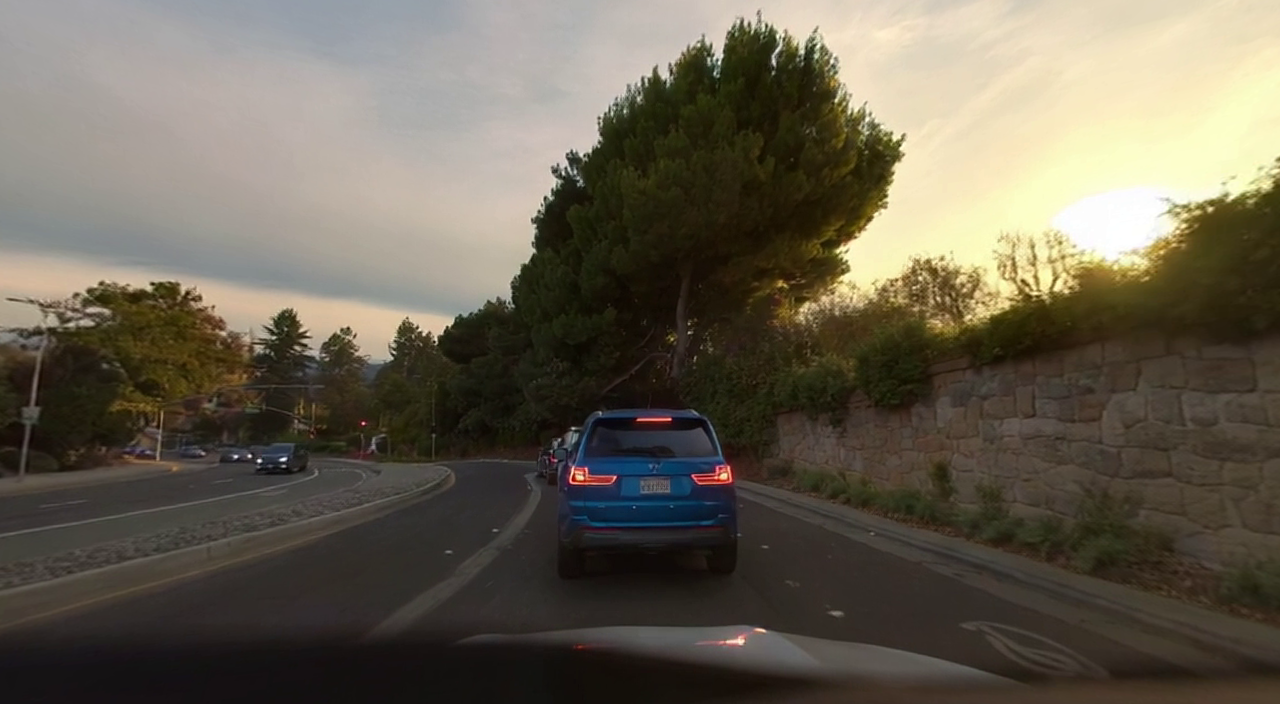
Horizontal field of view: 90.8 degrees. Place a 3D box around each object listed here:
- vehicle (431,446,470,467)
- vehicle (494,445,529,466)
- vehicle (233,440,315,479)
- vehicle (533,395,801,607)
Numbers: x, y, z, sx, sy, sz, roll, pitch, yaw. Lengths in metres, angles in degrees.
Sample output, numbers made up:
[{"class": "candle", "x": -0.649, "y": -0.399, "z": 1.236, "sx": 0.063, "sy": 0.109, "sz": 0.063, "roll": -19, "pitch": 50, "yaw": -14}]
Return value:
[{"class": "vehicle", "x": -14.209, "y": 7.781, "z": 47.304, "sx": 2.023, "sy": 1.474, "sz": 4.286, "roll": 4, "pitch": -9, "yaw": -26}, {"class": "vehicle", "x": -9.954, "y": 7.908, "z": 48.617, "sx": 1.837, "sy": 1.483, "sz": 4.559, "roll": 3, "pitch": -9, "yaw": -22}, {"class": "vehicle", "x": -17.438, "y": 5.108, "z": 30.398, "sx": 2.317, "sy": 1.695, "sz": 4.538, "roll": 2, "pitch": -9, "yaw": -17}, {"class": "vehicle", "x": 0.054, "y": 1.569, "z": 7.579, "sx": 2.287, "sy": 1.762, "sz": 4.269, "roll": 1, "pitch": -8, "yaw": -5}]
